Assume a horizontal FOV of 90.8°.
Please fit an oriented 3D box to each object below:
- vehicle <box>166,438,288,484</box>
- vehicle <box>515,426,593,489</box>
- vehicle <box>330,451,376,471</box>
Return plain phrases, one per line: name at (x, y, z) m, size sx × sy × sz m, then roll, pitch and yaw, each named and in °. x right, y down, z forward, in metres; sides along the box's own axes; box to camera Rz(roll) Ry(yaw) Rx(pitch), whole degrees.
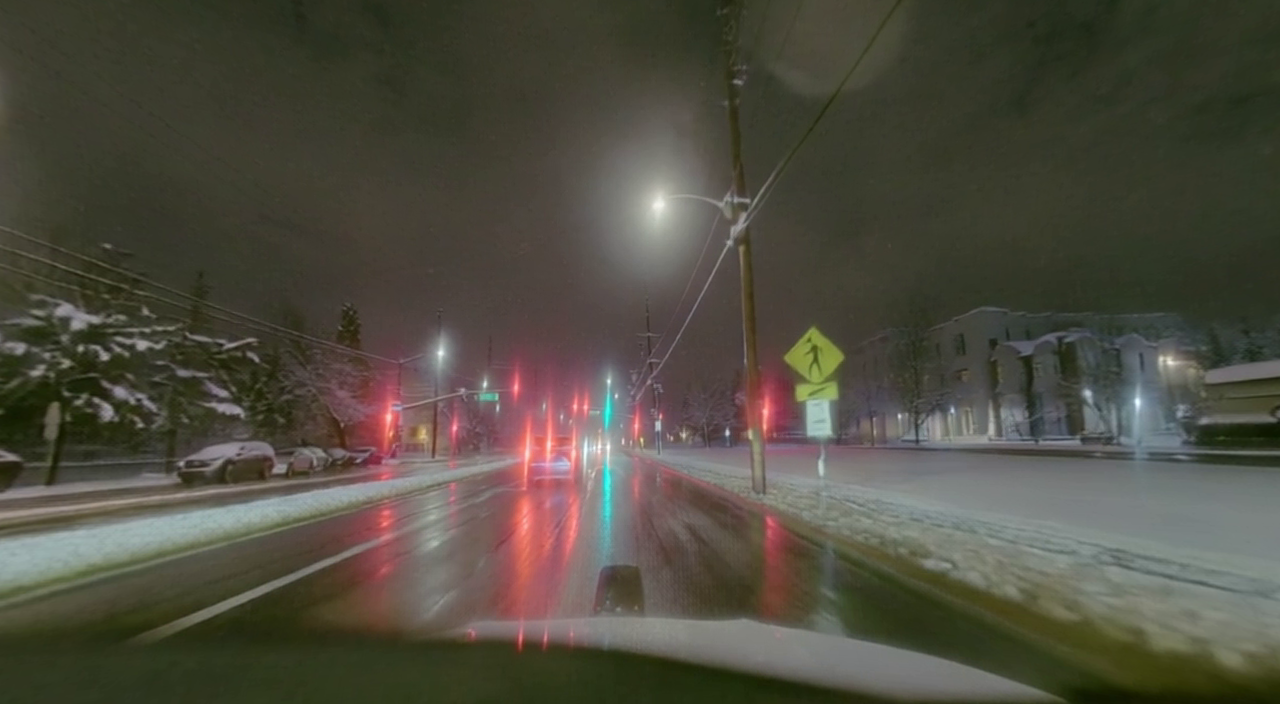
vehicle at (-21.582, 5.691, 33.468) m, size 2.369 × 2.159 × 6.388 m, roll 0°, pitch -8°, yaw -3°
vehicle at (-2.562, 3.278, 19.868) m, size 2.022 × 1.757 × 4.041 m, roll 0°, pitch -8°, yaw -2°
vehicle at (-22.553, 8.544, 49.803) m, size 1.790 × 1.415 × 4.450 m, roll 1°, pitch -8°, yaw -4°
